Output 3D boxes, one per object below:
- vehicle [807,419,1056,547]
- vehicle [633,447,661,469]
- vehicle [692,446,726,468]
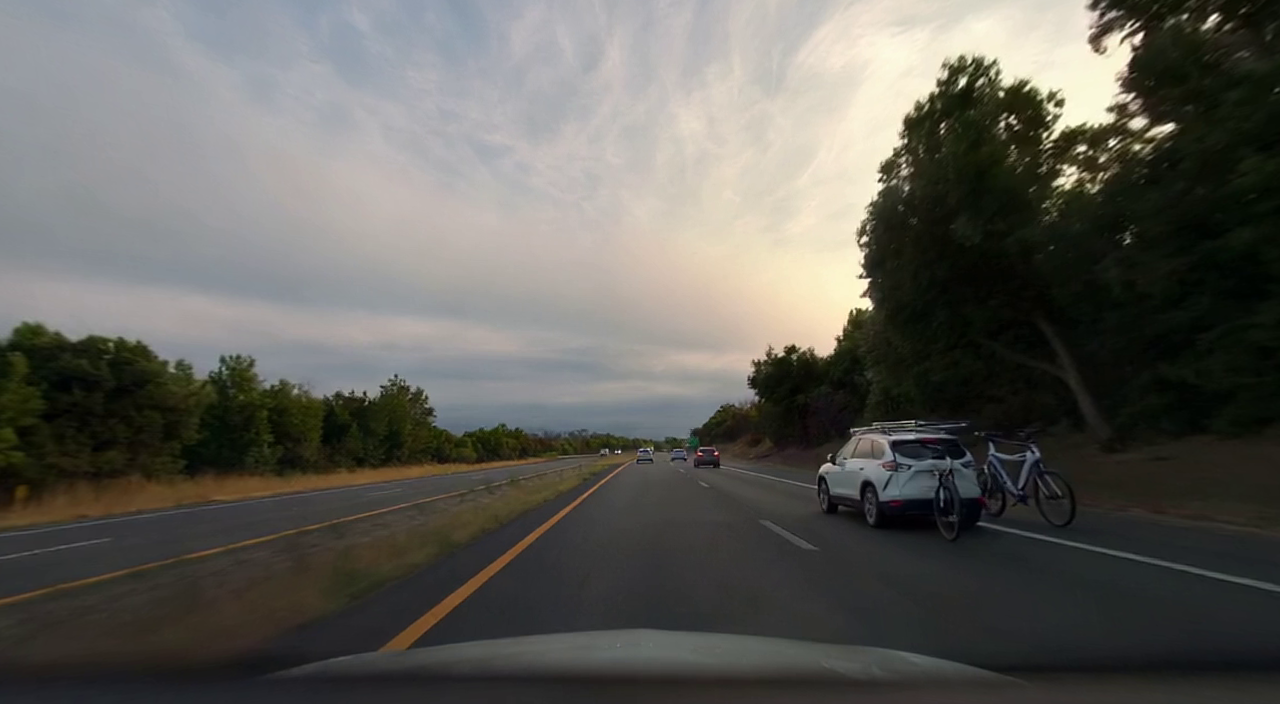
[{"bbox_3d":[4.248,1.983,10.111,1.978,1.604,4.128,0,-9,0],"label":"vehicle"},{"bbox_3d":[0.469,7.783,46.386,1.991,1.459,3.769,0,-9,0],"label":"vehicle"},{"bbox_3d":[4.948,7.632,45.846,1.964,1.513,3.707,0,-9,-1],"label":"vehicle"}]
